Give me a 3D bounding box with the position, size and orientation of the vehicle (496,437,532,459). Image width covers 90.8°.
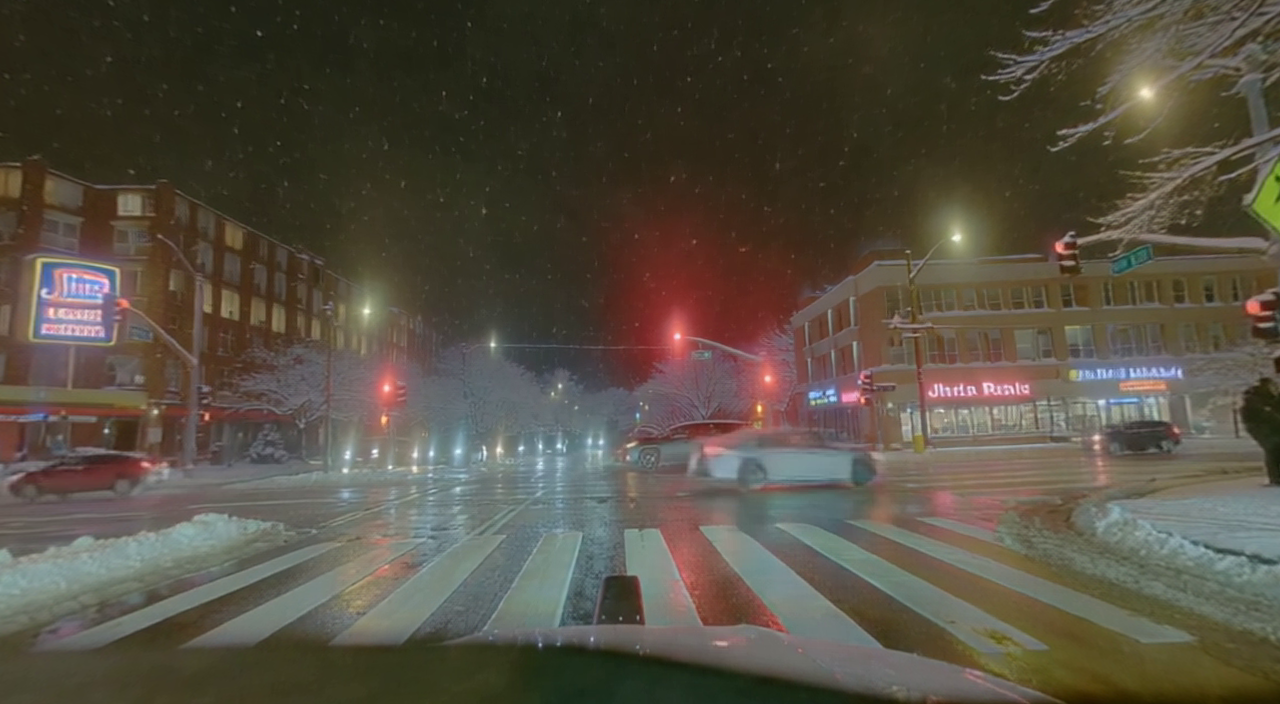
[{"bbox_3d":[-8.632,6.636,43.573,1.906,1.402,4.904,0,-8,-5],"label":"vehicle"}]

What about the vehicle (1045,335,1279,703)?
[{"bbox_3d":[2.964,0.610,0.865,1.866,1.654,4.354,0,-8,0],"label":"vehicle"}]

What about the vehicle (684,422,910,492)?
[{"bbox_3d":[3.592,2.439,14.873,4.758,1.480,1.849,1,-8,-10],"label":"vehicle"}]

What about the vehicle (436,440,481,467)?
[{"bbox_3d":[-10.894,6.101,38.211,1.885,1.545,4.124,1,-8,-6],"label":"vehicle"}]

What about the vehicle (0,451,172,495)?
[{"bbox_3d":[-19.979,4.343,22.898,4.461,1.443,1.715,1,-9,-10],"label":"vehicle"}]

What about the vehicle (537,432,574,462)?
[{"bbox_3d":[-5.102,5.809,38.631,1.976,1.683,4.117,0,-8,-4],"label":"vehicle"}]
